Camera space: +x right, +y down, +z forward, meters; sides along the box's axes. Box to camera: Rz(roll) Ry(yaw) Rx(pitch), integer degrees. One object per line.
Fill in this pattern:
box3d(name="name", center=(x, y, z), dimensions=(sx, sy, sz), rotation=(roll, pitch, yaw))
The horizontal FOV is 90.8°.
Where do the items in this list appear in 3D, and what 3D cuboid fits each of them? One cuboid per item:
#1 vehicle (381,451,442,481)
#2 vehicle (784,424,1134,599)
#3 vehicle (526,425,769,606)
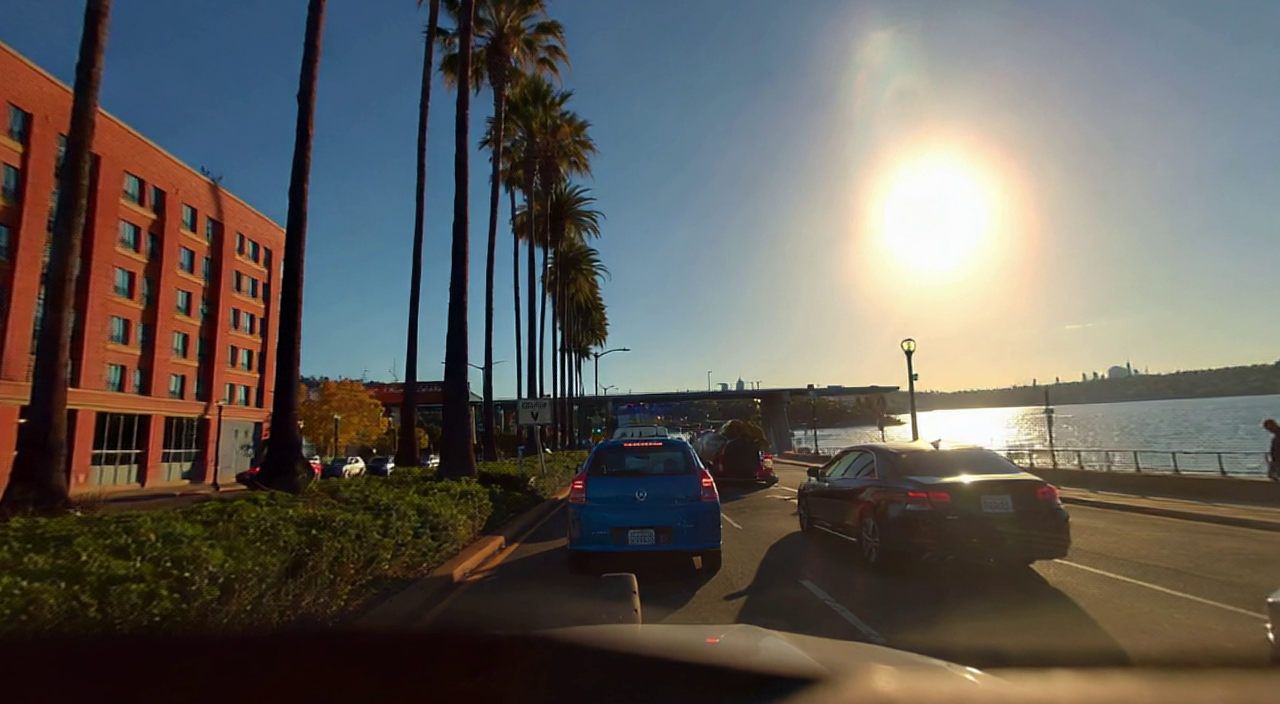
box3d(name="vehicle", center=(-14.952, 7.474, 41.705), dimensions=(2.104, 1.802, 4.852), rotation=(0, -9, 1))
box3d(name="vehicle", center=(3.273, 1.716, 7.727), dimensions=(1.920, 1.490, 4.417), rotation=(0, -9, -1))
box3d(name="vehicle", center=(0.060, 1.667, 7.256), dimensions=(2.048, 1.503, 3.681), rotation=(0, -9, 0))
